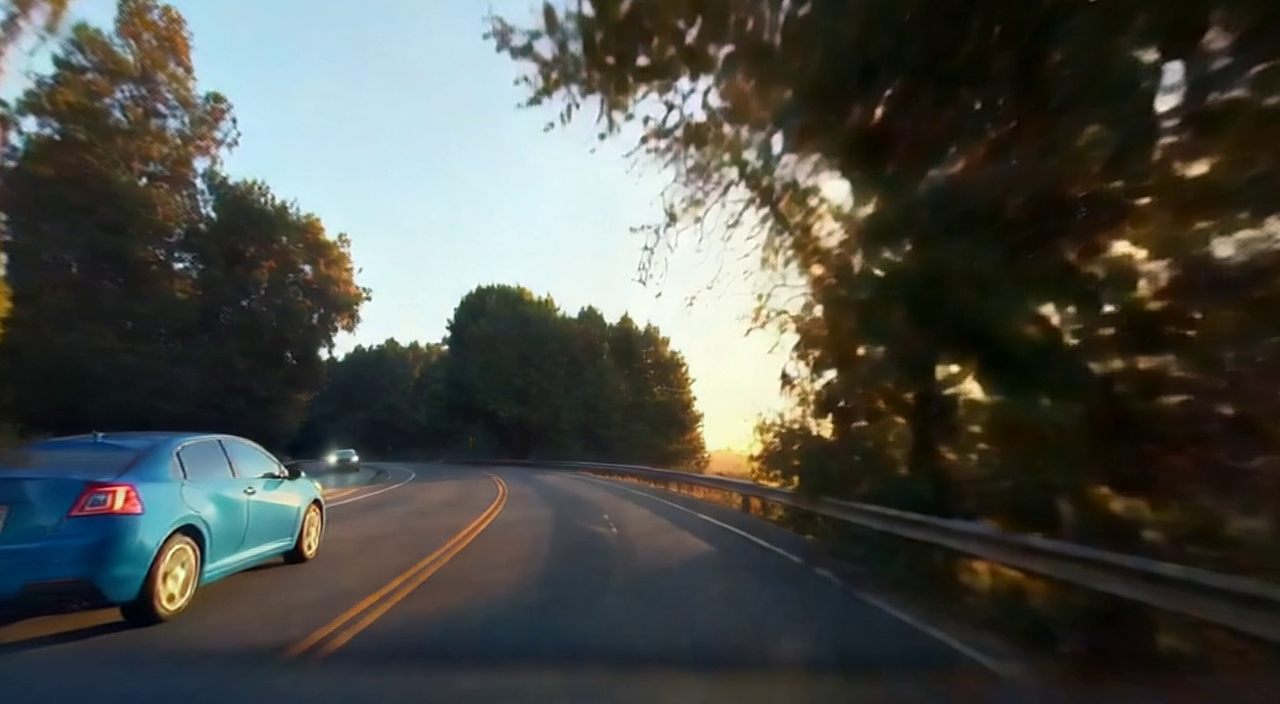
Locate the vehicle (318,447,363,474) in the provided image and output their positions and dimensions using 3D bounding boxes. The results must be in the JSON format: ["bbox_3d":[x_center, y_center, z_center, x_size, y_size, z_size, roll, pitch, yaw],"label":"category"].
[{"bbox_3d":[-18.535,6.727,39.114,2.032,1.557,4.151,3,-10,-19],"label":"vehicle"}]

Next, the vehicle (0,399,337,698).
[{"bbox_3d":[-4.503,1.372,5.386,2.078,1.607,3.959,0,-9,-5],"label":"vehicle"}]
